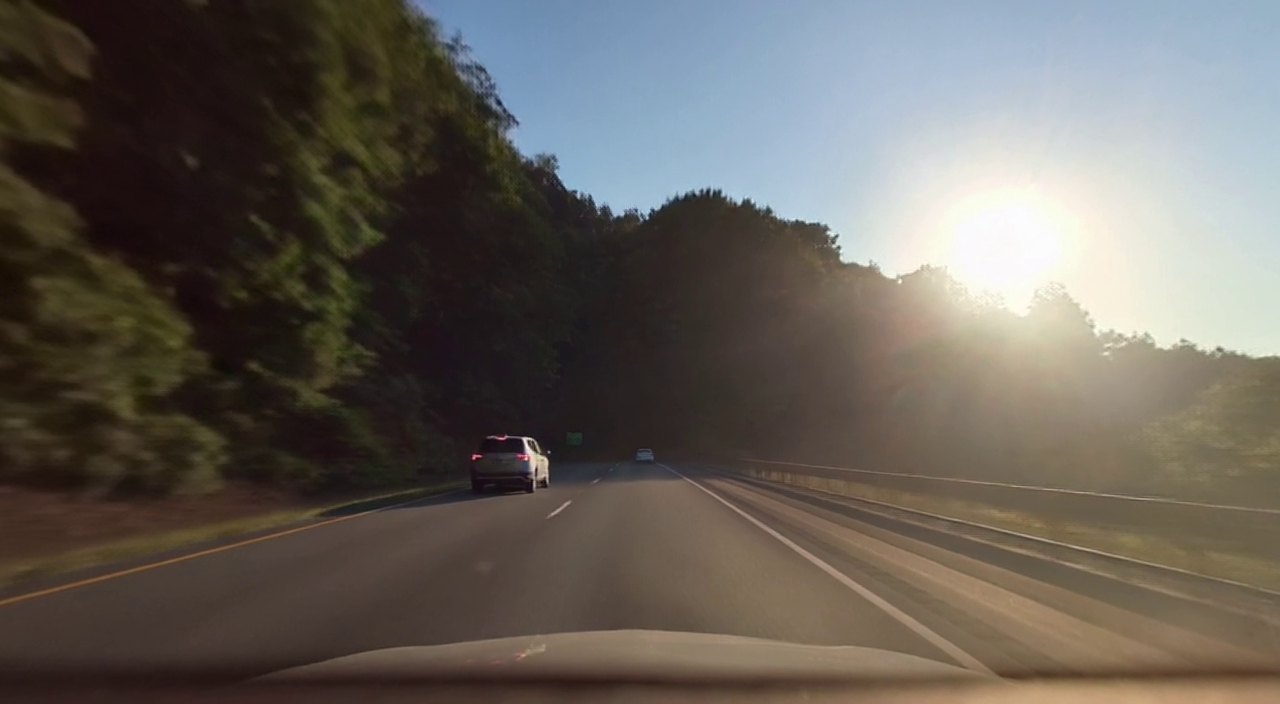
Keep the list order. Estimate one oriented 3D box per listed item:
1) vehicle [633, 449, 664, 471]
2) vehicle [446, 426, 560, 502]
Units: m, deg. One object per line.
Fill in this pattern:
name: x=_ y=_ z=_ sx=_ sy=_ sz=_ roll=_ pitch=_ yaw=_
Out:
vehicle: x=0.601 y=7.468 z=43.846 sx=2.046 sy=1.452 sz=4.407 roll=0 pitch=-9 yaw=0
vehicle: x=-4.008 y=3.395 z=19.538 sx=2.418 sy=2.049 sz=4.930 roll=0 pitch=-9 yaw=0
